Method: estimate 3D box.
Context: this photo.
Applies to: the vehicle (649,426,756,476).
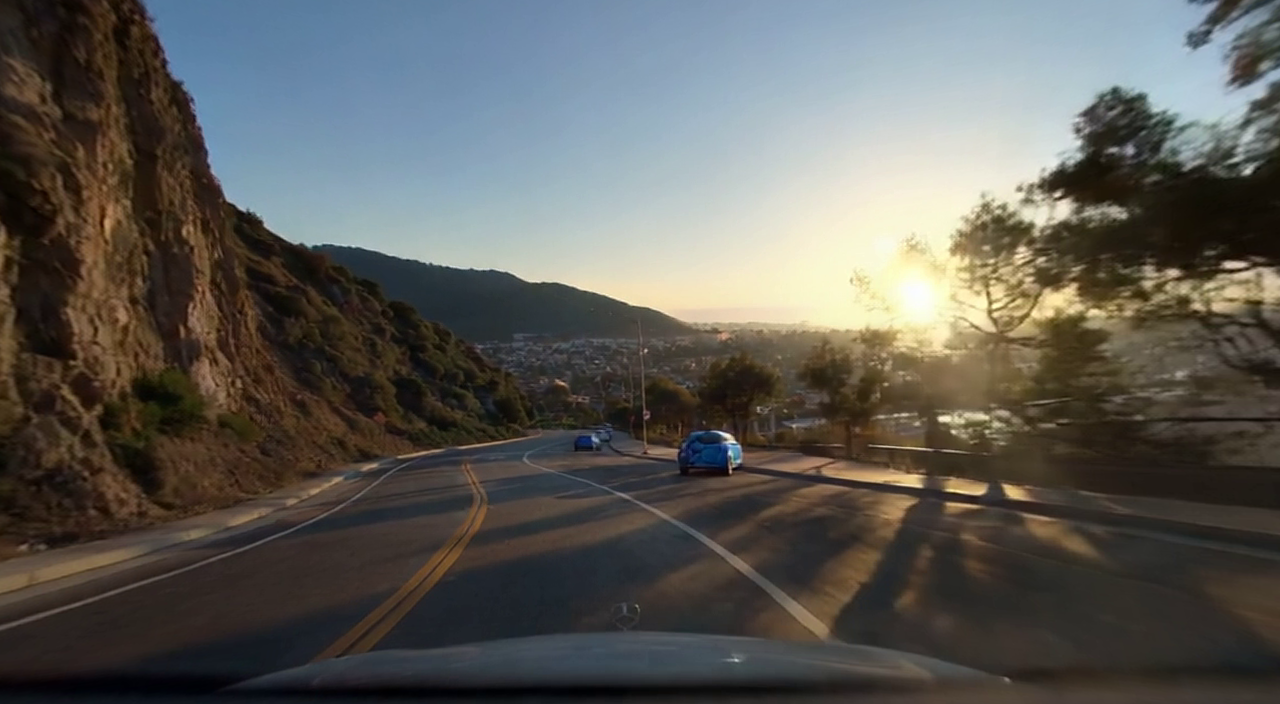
[{"bbox_3d":[2.452,3.693,23.682,2.064,1.667,4.453,-6,-10,34],"label":"vehicle"}]
